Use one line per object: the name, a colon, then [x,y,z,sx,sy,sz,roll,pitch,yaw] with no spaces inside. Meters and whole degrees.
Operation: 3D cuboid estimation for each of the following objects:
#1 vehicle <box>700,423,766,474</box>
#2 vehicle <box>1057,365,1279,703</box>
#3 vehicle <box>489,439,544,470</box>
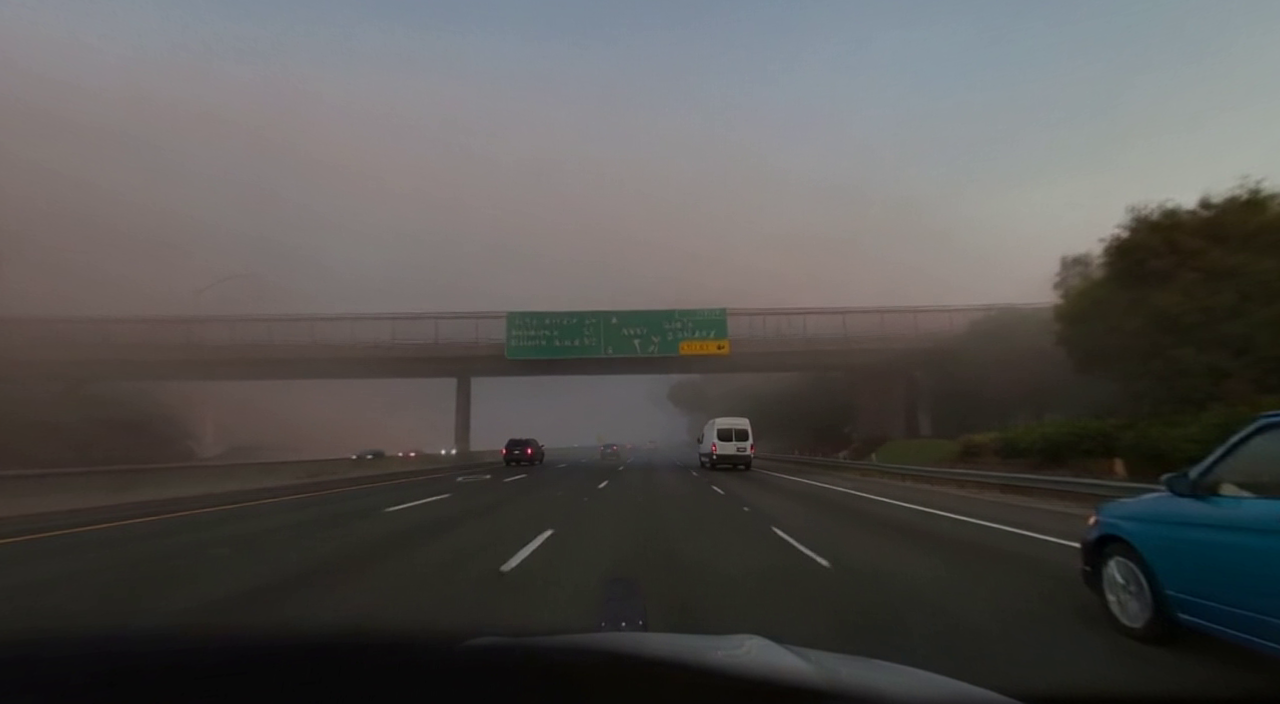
vehicle: [4.381,4.669,30.614,2.347,2.234,5.352,0,-8,0]
vehicle: [4.173,0.808,2.391,2.100,1.690,4.536,0,-8,1]
vehicle: [-6.943,5.798,35.943,2.068,1.632,4.623,-1,-8,1]
